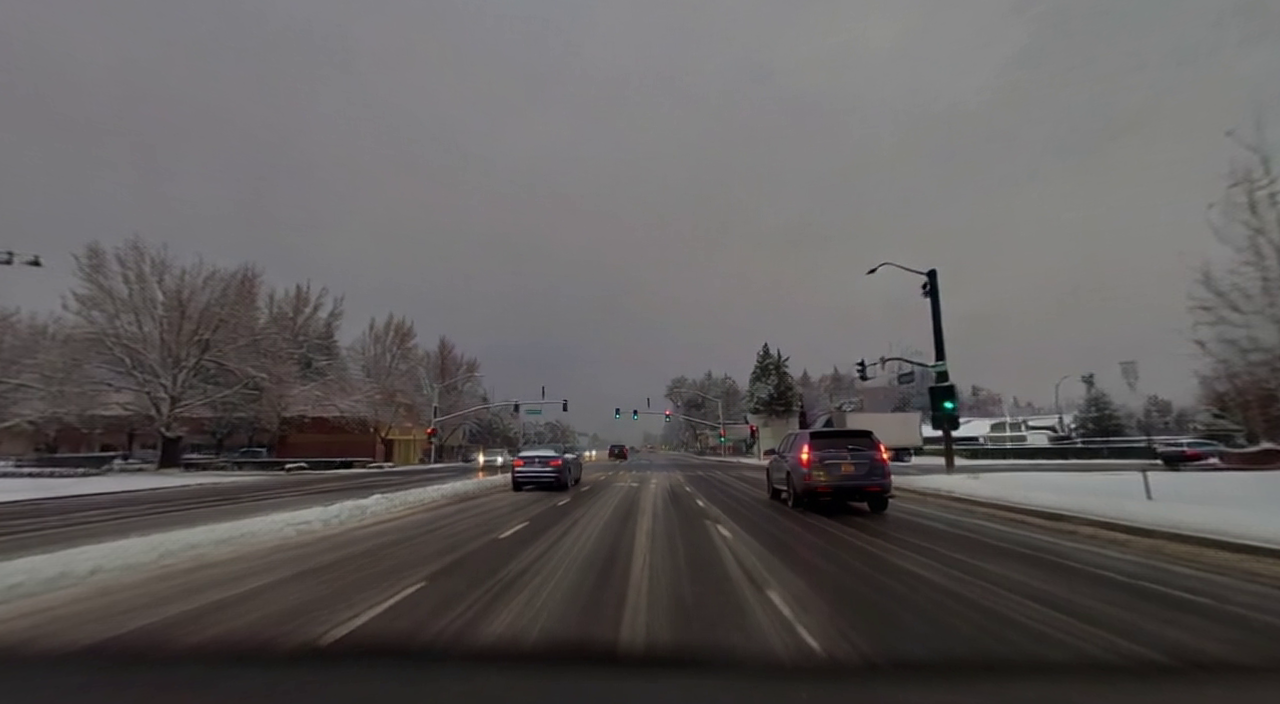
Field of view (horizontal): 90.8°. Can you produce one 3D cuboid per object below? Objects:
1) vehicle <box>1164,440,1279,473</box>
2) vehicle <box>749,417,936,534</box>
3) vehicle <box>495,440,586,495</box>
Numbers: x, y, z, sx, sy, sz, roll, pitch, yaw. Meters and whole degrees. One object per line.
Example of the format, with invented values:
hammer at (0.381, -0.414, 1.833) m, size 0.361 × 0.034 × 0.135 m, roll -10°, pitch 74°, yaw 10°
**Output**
vehicle at (31.827, 5.626, 34.274) m, size 1.947 × 1.539 × 5.296 m, roll -2°, pitch -8°, yaw -4°
vehicle at (3.373, 2.152, 11.542) m, size 1.982 × 1.711 × 4.276 m, roll 0°, pitch -9°, yaw 0°
vehicle at (-2.919, 3.503, 19.471) m, size 2.034 × 1.498 × 3.995 m, roll -1°, pitch -9°, yaw 2°
